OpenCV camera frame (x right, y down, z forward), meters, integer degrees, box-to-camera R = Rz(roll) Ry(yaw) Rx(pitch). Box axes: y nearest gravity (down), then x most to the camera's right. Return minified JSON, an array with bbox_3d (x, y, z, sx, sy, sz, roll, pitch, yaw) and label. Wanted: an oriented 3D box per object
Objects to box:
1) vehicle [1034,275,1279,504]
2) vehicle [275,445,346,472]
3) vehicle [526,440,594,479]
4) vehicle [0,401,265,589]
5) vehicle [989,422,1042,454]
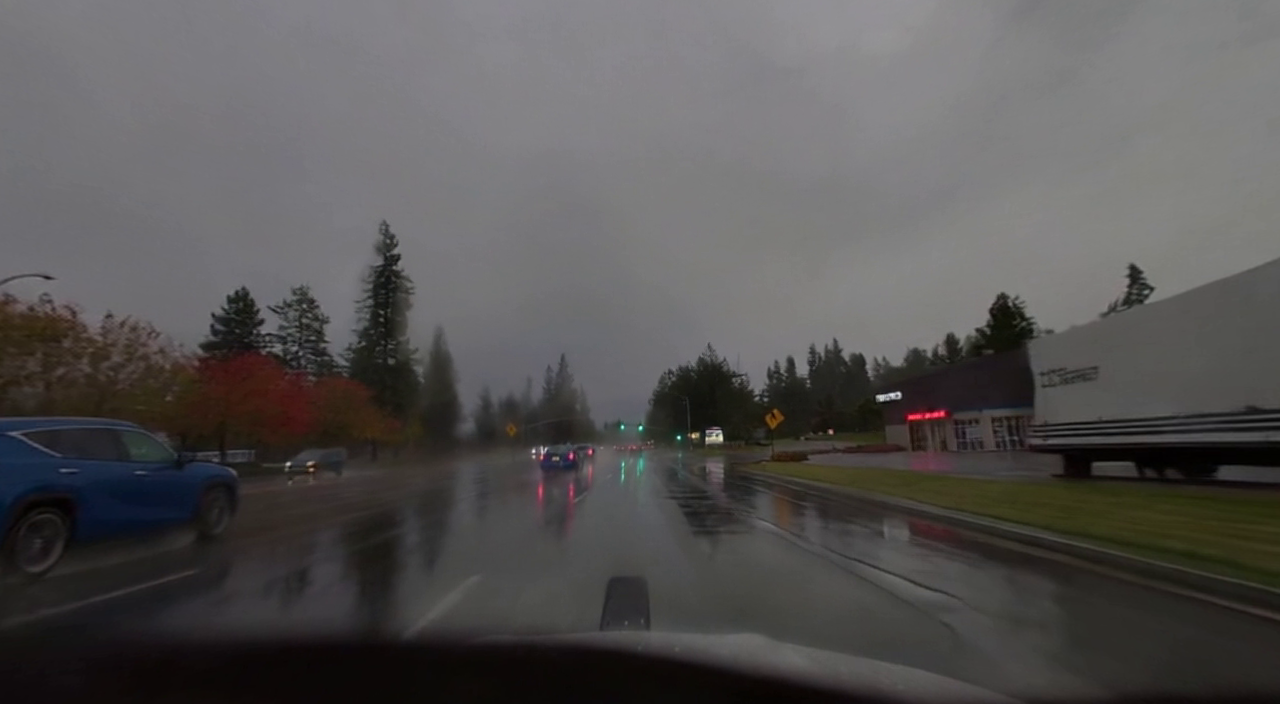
[{"bbox_3d":[11.924,0.708,10.917,2.995,3.704,10.928,0,-9,-1],"label":"vehicle"},{"bbox_3d":[-22.474,7.256,43.240,2.134,1.711,4.975,0,-9,1],"label":"vehicle"},{"bbox_3d":[-3.242,4.469,26.424,2.152,1.479,4.394,0,-9,1],"label":"vehicle"},{"bbox_3d":[-6.911,1.576,7.508,2.043,1.726,4.472,0,-9,1],"label":"vehicle"},{"bbox_3d":[24.988,5.758,42.145,2.342,2.007,5.843,-3,-9,25],"label":"vehicle"}]
